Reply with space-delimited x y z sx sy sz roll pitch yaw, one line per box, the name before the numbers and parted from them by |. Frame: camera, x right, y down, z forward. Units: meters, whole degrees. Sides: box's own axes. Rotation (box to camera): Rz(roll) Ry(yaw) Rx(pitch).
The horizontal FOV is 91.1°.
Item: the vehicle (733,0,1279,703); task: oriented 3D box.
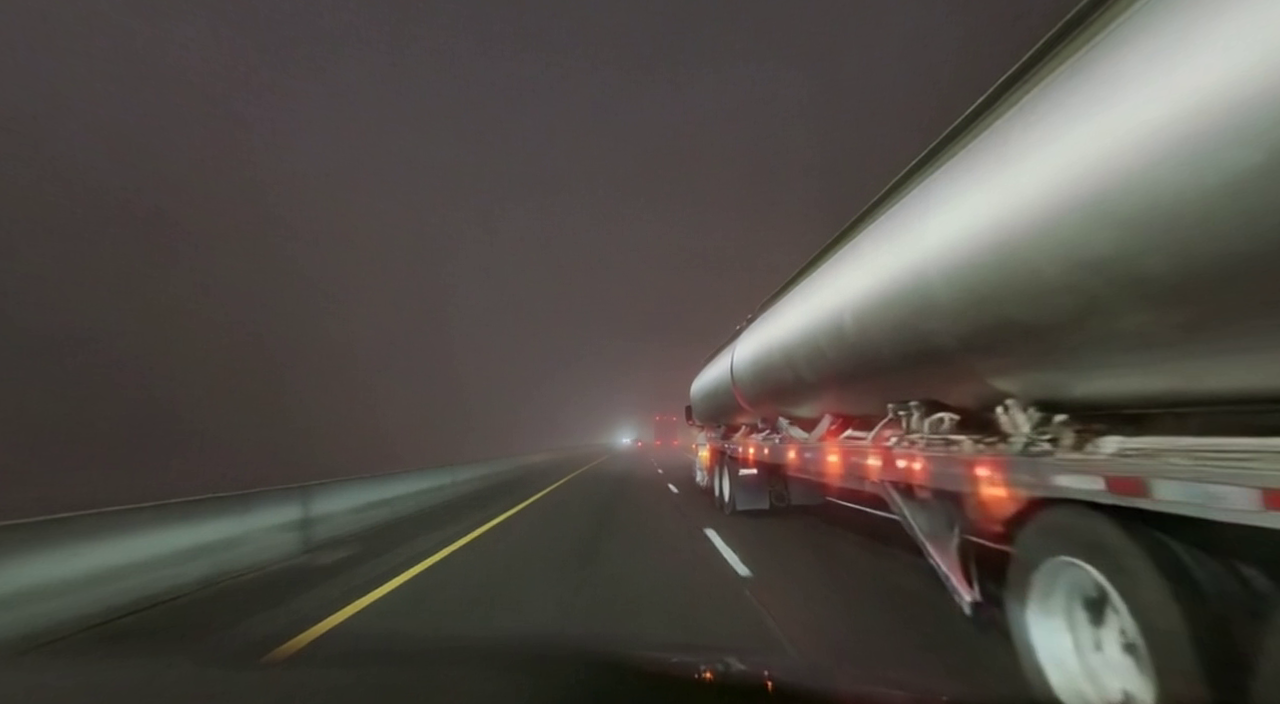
vehicle | 3.096 0.073 4.475 2.946 3.745 11.516 0 -8 -1
